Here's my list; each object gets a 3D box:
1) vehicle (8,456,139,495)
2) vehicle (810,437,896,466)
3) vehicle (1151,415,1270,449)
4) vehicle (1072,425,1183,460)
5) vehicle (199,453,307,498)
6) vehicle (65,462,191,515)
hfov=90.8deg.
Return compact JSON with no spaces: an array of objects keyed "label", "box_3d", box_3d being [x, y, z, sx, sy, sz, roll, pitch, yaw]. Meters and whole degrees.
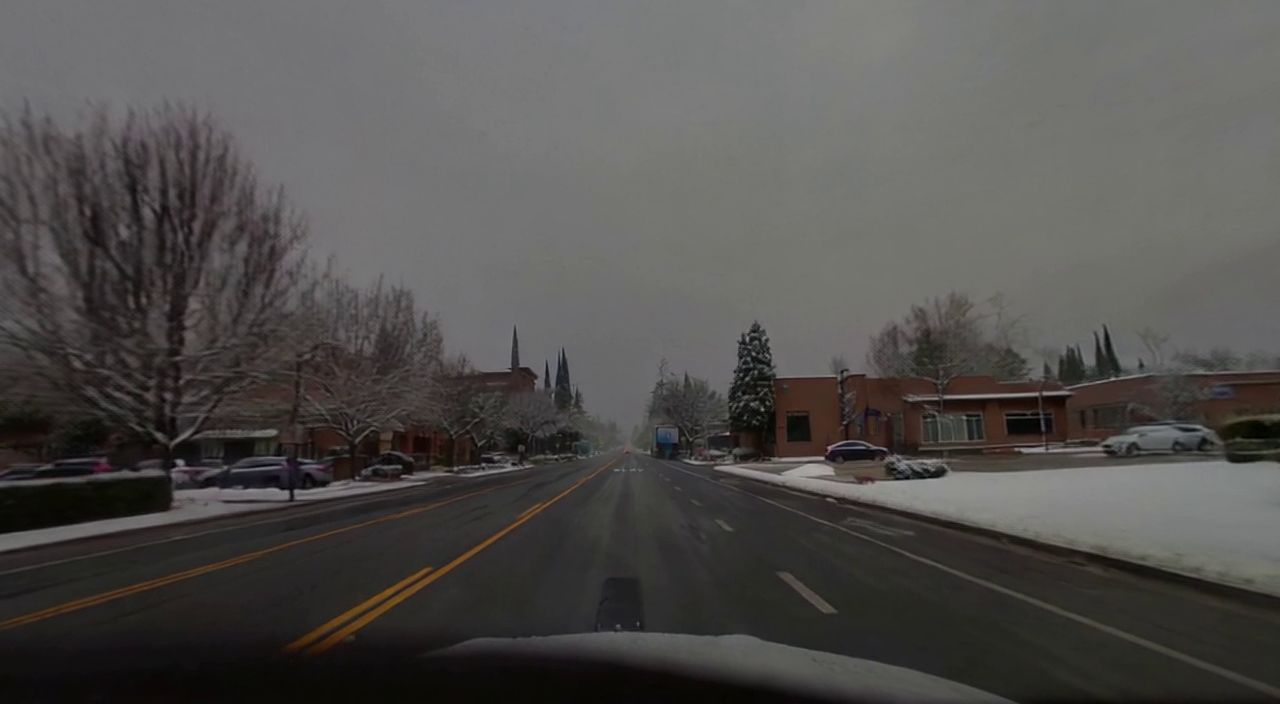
[{"label":"vehicle","box_3d":[-27.722,6.028,31.136,4.417,1.747,1.954,5,-10,-33]},{"label":"vehicle","box_3d":[12.743,5.964,37.838,4.554,1.668,1.974,-5,-10,28]},{"label":"vehicle","box_3d":[31.546,4.498,35.122,4.497,1.562,1.878,-9,-11,32]},{"label":"vehicle","box_3d":[22.298,4.149,28.875,4.750,1.505,1.928,4,-10,-25]},{"label":"vehicle","box_3d":[-16.595,5.239,27.096,4.311,1.746,1.984,-5,-10,29]},{"label":"vehicle","box_3d":[-17.356,4.524,21.369,4.708,1.472,1.994,-6,-11,35]}]
